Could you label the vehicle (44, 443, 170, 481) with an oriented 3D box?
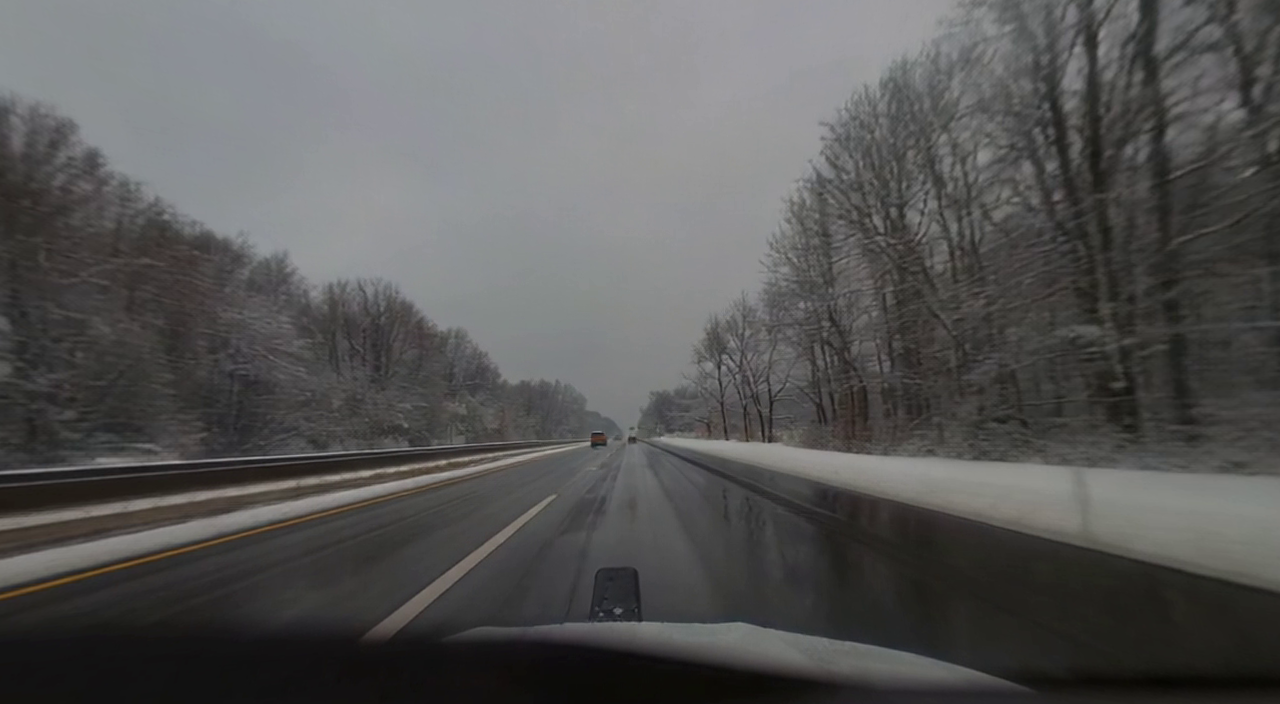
[{"bbox_3d":[-25.104,5.162,29.896,1.877,1.559,4.830,0,-8,-1],"label":"vehicle"}]
